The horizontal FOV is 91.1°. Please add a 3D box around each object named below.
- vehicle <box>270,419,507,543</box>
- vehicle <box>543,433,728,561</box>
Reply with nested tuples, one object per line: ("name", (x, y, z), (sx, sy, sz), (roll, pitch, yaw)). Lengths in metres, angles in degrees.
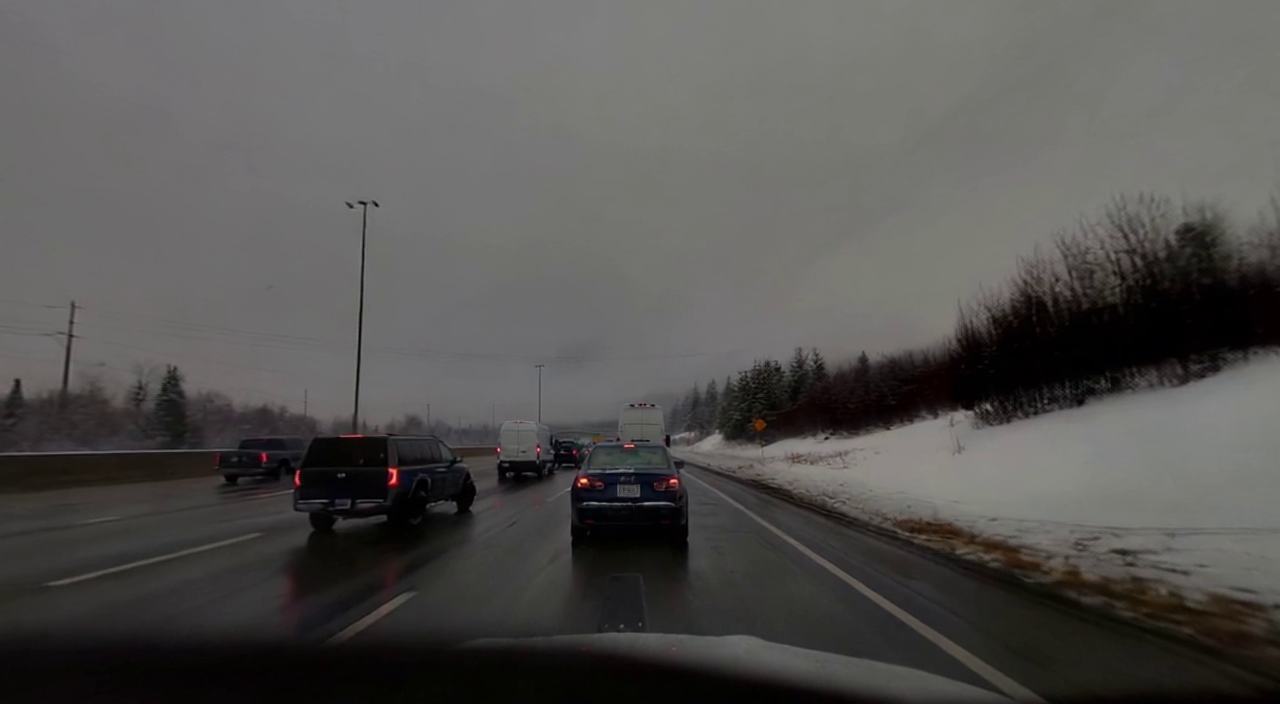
("vehicle", (-3.895, 2.081, 10.791), (2.114, 1.657, 4.432), (0, -8, 2))
("vehicle", (-0.050, 1.926, 9.109), (2.054, 1.421, 4.090), (0, -8, 0))
